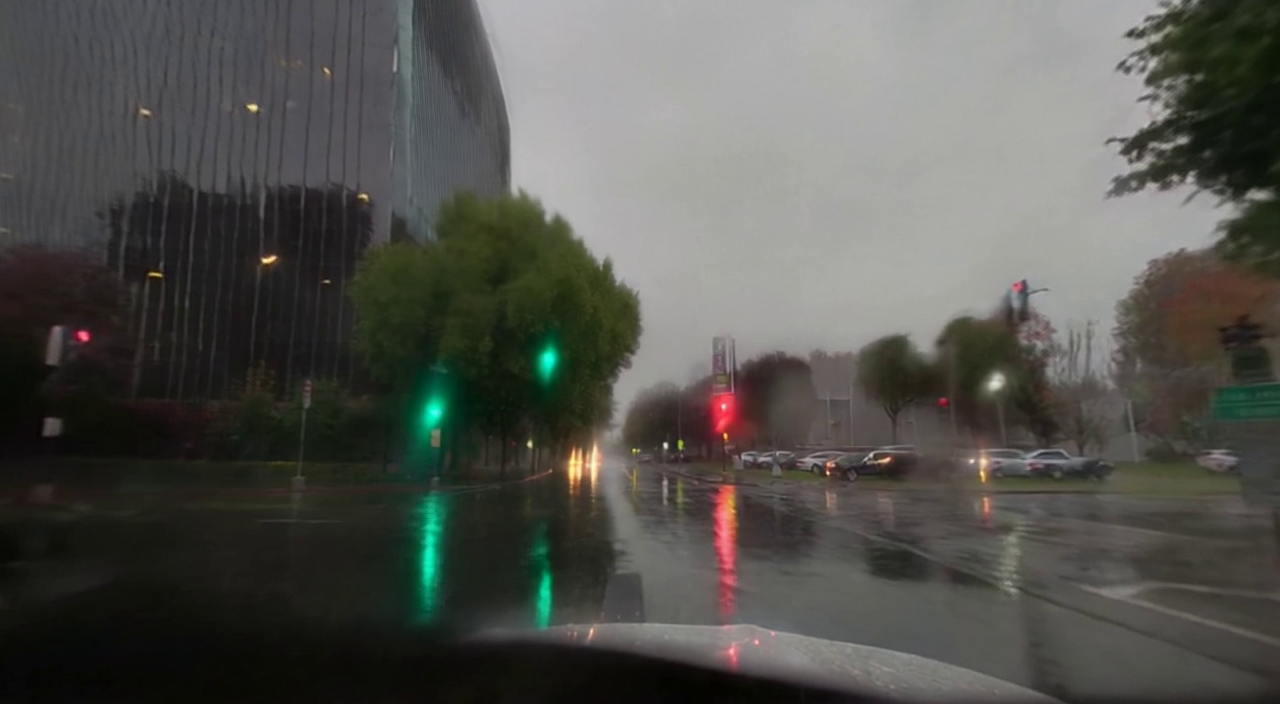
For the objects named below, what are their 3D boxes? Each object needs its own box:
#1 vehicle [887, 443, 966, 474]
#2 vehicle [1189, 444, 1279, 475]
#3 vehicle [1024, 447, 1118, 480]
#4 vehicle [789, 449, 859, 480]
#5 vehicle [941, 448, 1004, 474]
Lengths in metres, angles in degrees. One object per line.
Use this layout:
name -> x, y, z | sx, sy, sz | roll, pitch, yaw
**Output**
vehicle -> 15.711, 5.795, 34.300 | 4.522, 1.546, 1.941 | 7, -11, -37
vehicle -> 27.945, 5.008, 29.277 | 1.591, 1.332, 3.202 | -1, -10, 0
vehicle -> 19.936, 5.125, 29.170 | 1.851, 1.388, 3.475 | 0, -8, 0
vehicle -> 9.959, 5.993, 33.720 | 1.955, 1.508, 4.295 | -7, -11, 40
vehicle -> 20.502, 6.713, 38.807 | 1.923, 1.463, 3.758 | 0, -7, 2
